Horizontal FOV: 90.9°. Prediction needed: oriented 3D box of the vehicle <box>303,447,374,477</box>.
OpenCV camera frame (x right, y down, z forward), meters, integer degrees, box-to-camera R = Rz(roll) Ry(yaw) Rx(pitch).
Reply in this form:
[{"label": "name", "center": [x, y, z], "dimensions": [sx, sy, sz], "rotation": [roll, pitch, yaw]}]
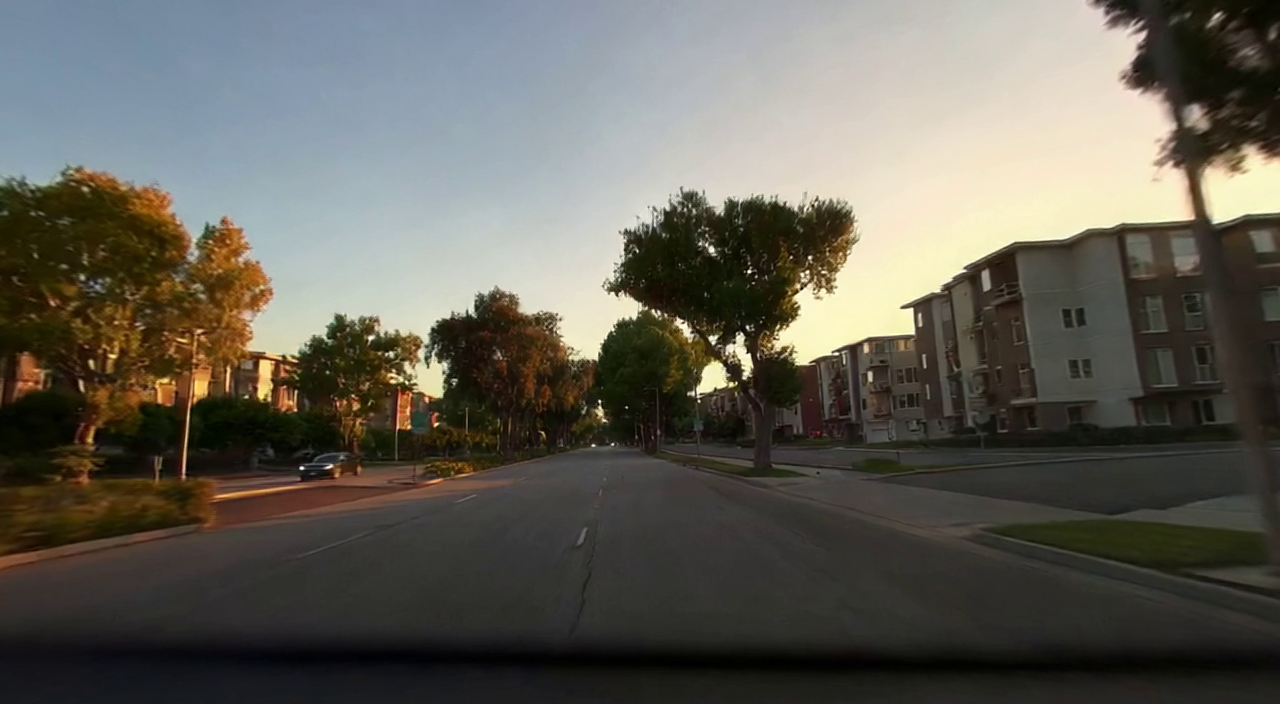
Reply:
[{"label": "vehicle", "center": [-18.004, 6.590, 37.936], "dimensions": [2.154, 1.648, 4.555], "rotation": [0, -8, -2]}]
